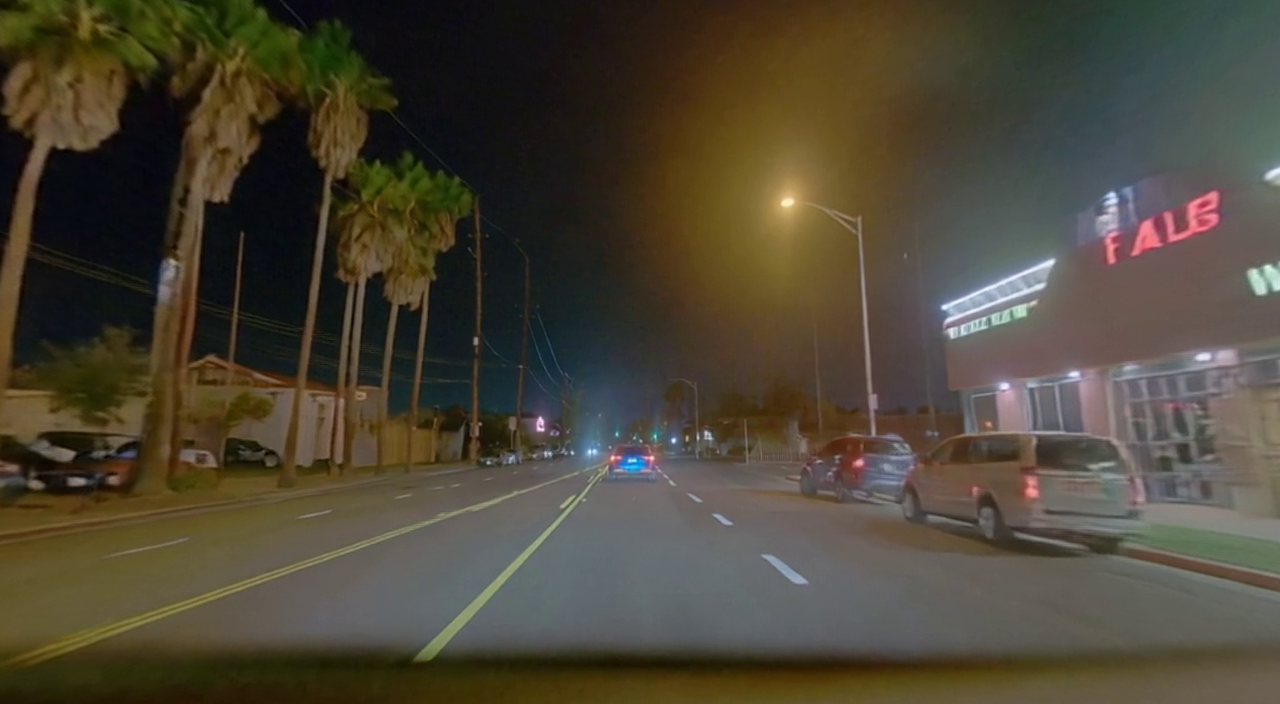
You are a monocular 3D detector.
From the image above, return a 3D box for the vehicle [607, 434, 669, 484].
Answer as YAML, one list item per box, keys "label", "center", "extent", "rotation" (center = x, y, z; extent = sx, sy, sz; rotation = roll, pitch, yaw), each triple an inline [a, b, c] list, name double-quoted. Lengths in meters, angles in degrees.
- label: "vehicle"
  center: [-0.113, 4.207, 25.055]
  extent: [2.264, 1.798, 4.563]
  rotation: [0, -9, -1]

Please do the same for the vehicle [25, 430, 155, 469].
- label: "vehicle"
  center: [-22.842, 4.076, 26.402]
  extent: [1.829, 1.492, 4.487]
  rotation: [1, -9, -8]

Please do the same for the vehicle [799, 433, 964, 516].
- label: "vehicle"
  center: [5.965, 3.075, 16.444]
  extent: [2.153, 1.801, 5.163]
  rotation: [0, -9, -1]

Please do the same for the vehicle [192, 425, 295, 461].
- label: "vehicle"
  center: [-20.838, 4.769, 33.195]
  extent: [1.911, 1.762, 4.127]
  rotation: [-8, -11, 43]

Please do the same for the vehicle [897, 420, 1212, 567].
- label: "vehicle"
  center: [6.042, 2.084, 10.049]
  extent: [1.945, 1.791, 4.460]
  rotation: [0, -9, 0]

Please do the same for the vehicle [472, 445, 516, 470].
- label: "vehicle"
  center: [-10.404, 7.533, 45.168]
  extent: [2.075, 1.693, 4.696]
  rotation: [0, -9, -1]

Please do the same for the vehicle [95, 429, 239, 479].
- label: "vehicle"
  center: [-17.537, 3.805, 23.717]
  extent: [2.084, 1.678, 4.707]
  rotation: [1, -9, -6]
